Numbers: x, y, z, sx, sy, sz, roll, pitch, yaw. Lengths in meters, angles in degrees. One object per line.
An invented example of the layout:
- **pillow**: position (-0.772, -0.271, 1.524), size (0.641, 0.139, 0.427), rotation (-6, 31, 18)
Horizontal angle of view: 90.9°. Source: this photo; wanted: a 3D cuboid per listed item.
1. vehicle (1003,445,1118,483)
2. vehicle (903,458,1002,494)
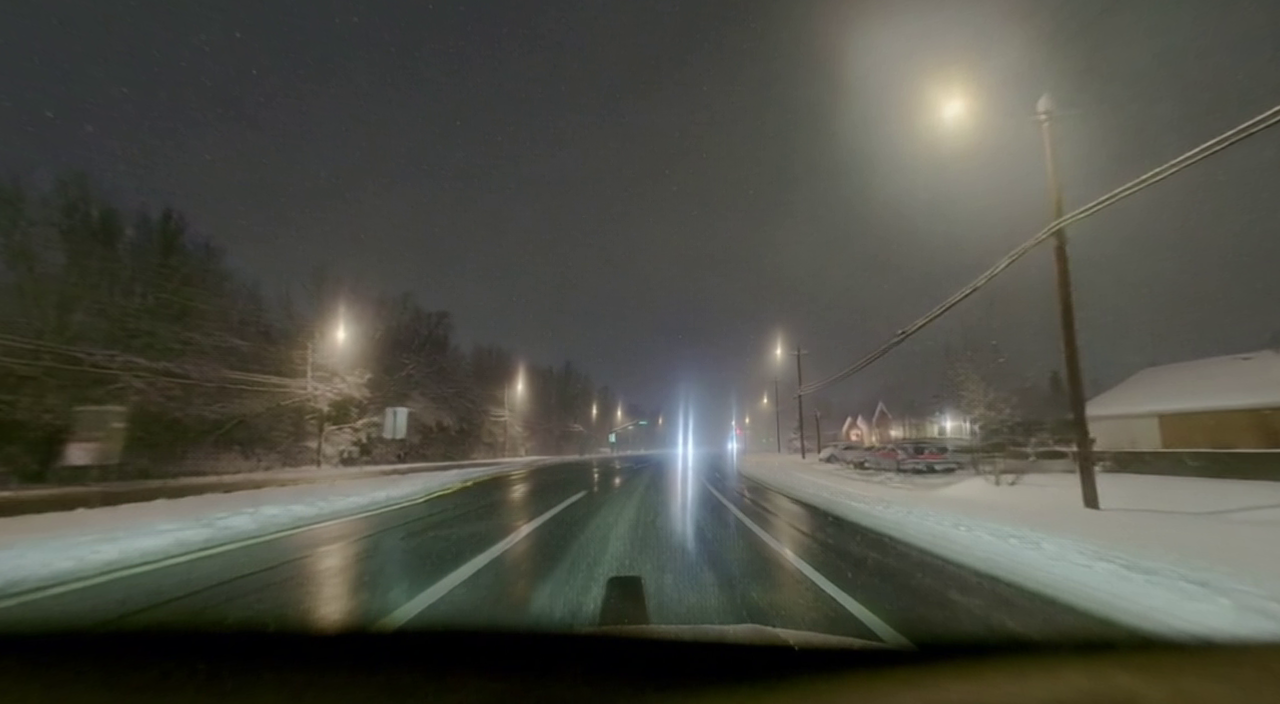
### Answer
- **vehicle**: position (22.176, 5.898, 33.559), size (2.119, 1.874, 4.855), rotation (2, -9, -12)
- **vehicle**: position (14.599, 5.738, 29.413), size (4.475, 1.492, 1.925), rotation (5, -10, -30)
